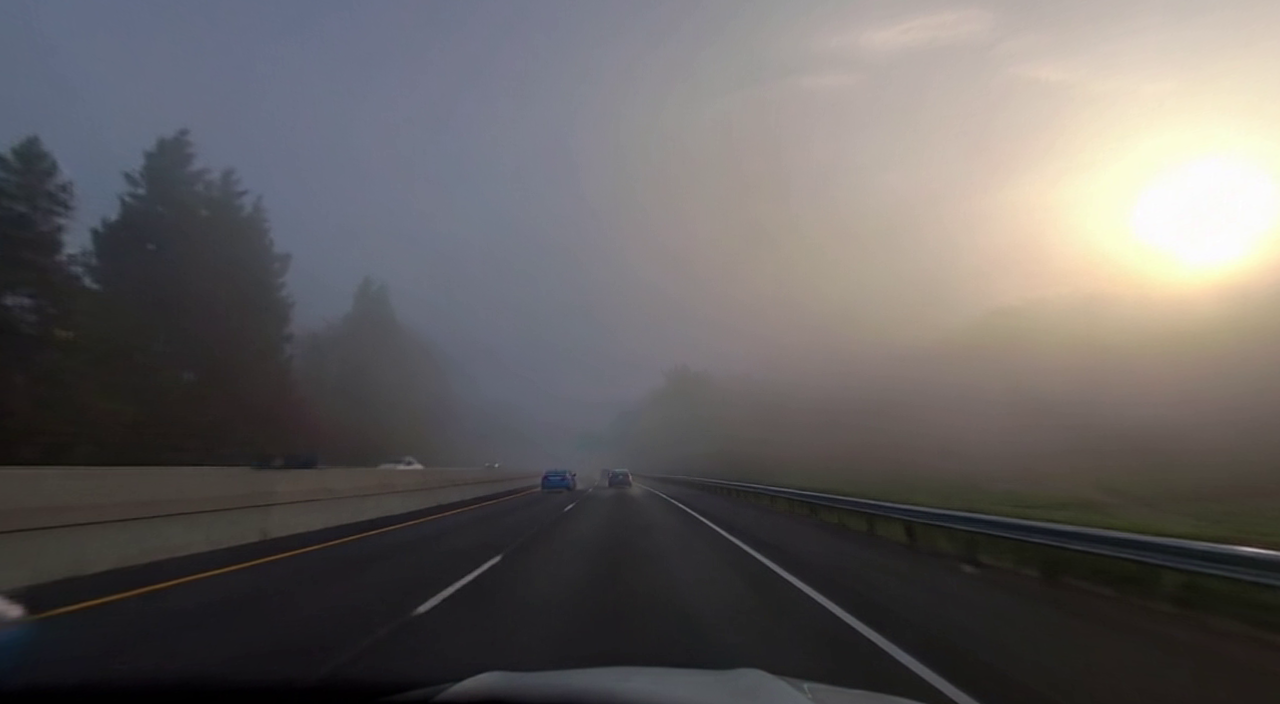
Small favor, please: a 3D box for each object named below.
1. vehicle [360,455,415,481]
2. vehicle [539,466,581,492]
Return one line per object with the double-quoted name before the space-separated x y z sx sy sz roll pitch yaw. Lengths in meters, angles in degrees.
"vehicle" -17.455 8.093 43.841 1.962 1.692 4.541 1 -11 -1
"vehicle" -5.136 8.215 40.934 2.310 1.521 4.731 1 -11 -3
